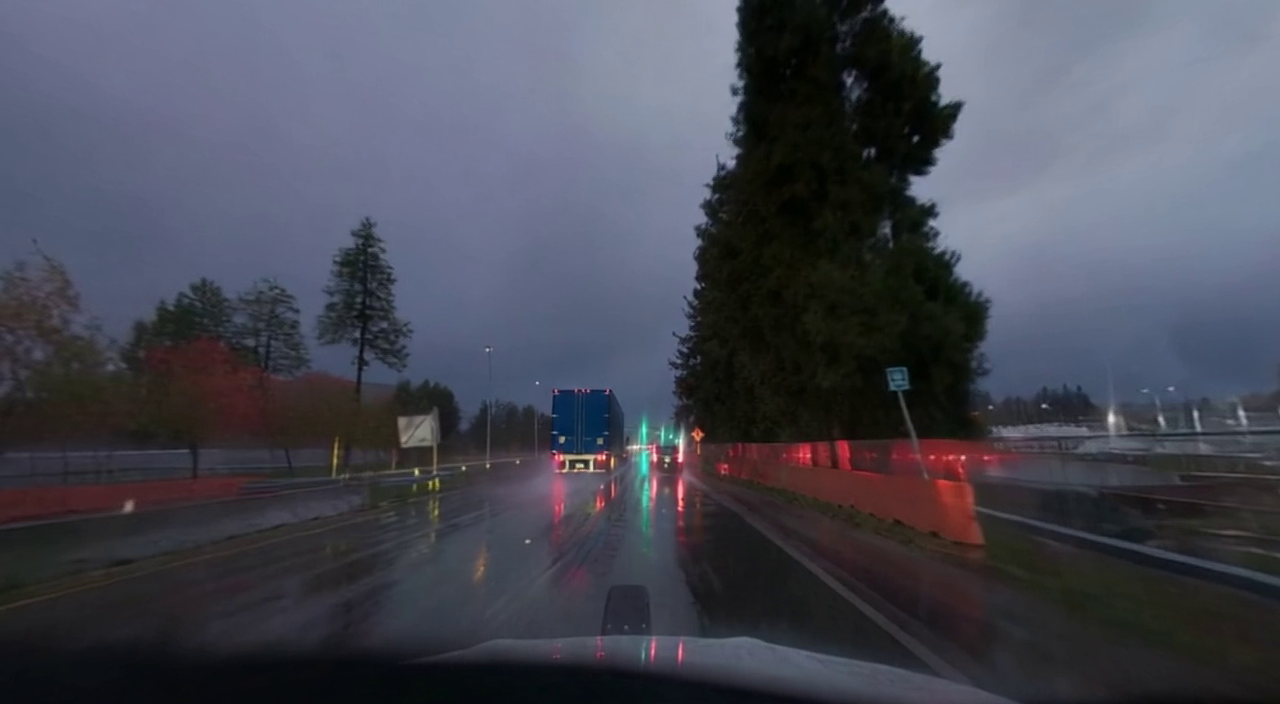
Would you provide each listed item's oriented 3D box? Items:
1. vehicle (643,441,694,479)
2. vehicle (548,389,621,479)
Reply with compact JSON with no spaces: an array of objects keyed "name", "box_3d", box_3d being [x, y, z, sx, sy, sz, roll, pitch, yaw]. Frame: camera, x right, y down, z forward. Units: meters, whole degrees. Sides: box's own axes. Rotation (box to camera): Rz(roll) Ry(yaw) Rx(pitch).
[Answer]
[{"name":"vehicle","box_3d":[1.295,5.266,31.056,2.304,1.675,4.462,0,-8,0]},{"name":"vehicle","box_3d":[-2.782,4.900,36.805,2.906,4.115,15.715,0,-8,0]}]
